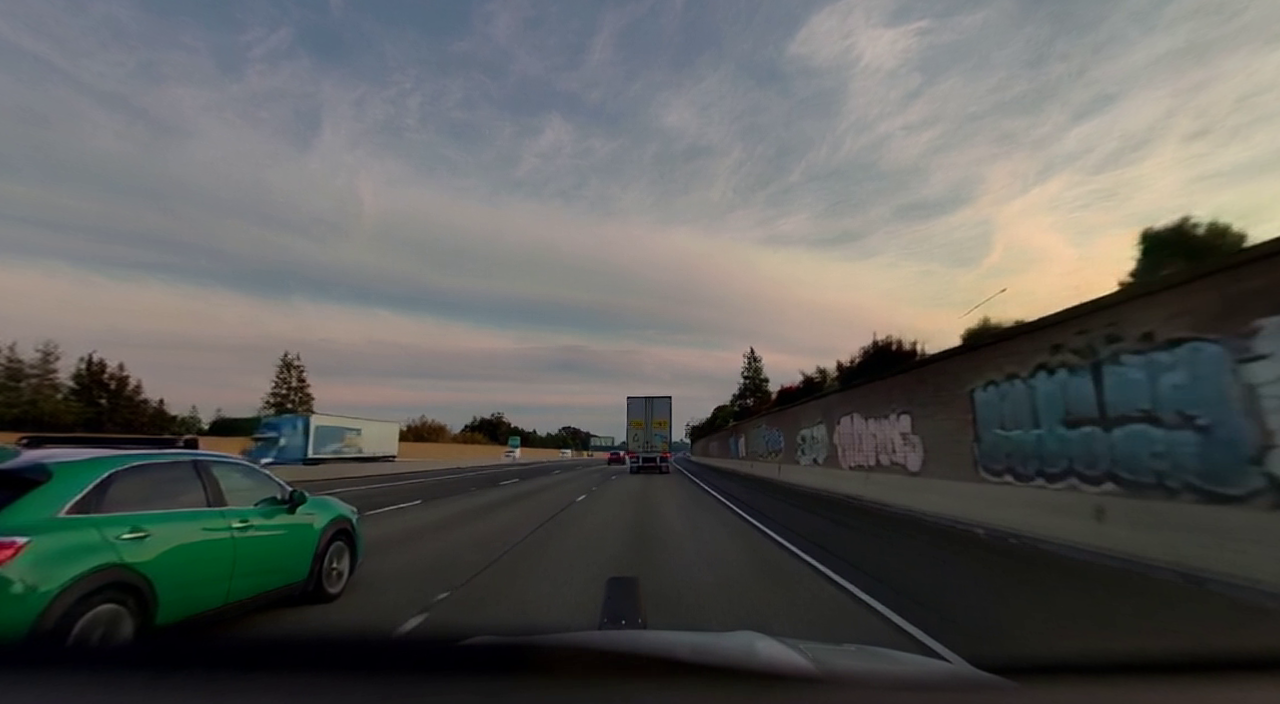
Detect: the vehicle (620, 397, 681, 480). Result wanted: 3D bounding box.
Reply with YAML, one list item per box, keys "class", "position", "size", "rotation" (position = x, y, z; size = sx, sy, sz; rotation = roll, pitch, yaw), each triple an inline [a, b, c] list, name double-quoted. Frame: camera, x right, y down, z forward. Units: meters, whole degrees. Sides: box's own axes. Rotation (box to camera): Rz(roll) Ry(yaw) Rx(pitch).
- class: "vehicle"
  position: [0.535, 5.113, 36.774]
  size: [2.997, 4.069, 10.871]
  rotation: [0, -9, 0]

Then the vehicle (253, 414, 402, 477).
- class: "vehicle"
  position: [-23.643, 7.392, 49.589]
  size: [2.997, 4.110, 16.358]
  rotation: [0, -9, 1]
